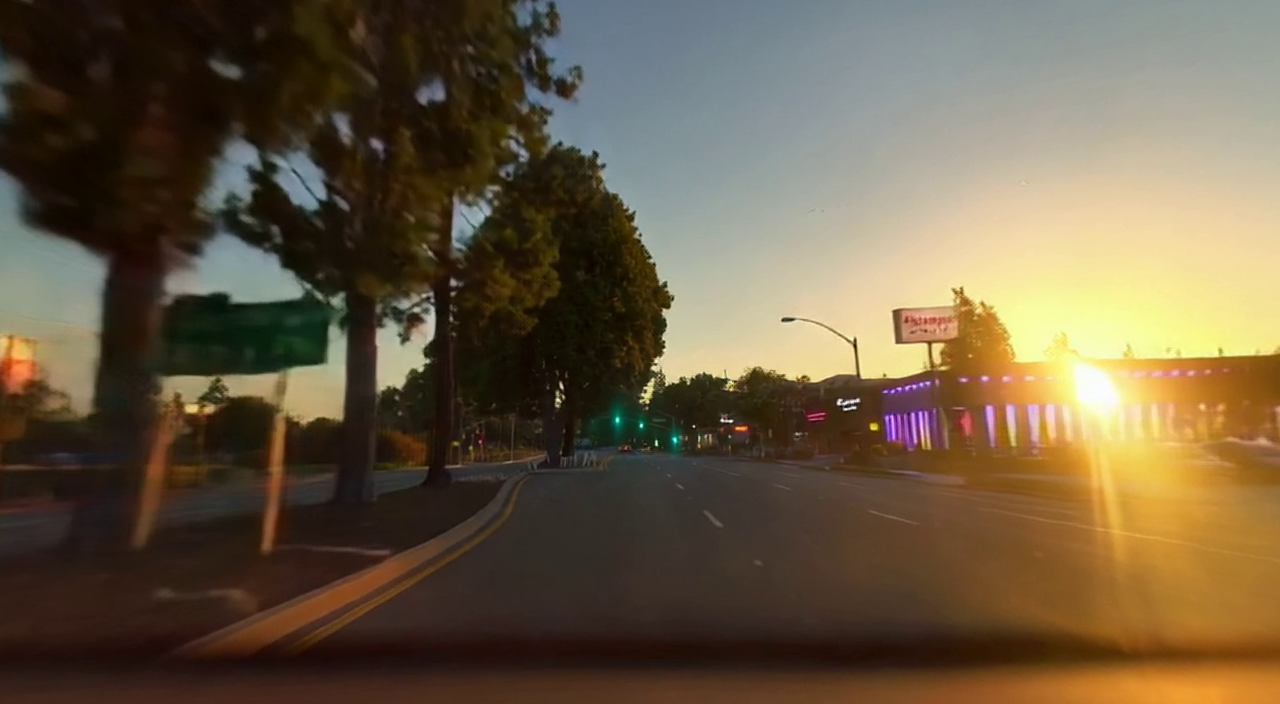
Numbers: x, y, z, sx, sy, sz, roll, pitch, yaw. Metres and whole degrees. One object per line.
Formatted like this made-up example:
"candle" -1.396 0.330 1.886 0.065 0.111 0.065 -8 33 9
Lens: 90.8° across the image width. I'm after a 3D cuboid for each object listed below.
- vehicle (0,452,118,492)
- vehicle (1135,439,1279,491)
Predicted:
"vehicle" -27.134 5.414 28.753 4.731 1.677 1.999 4 -10 -28
"vehicle" 19.579 3.703 20.949 1.869 1.481 4.459 1 -9 -25
